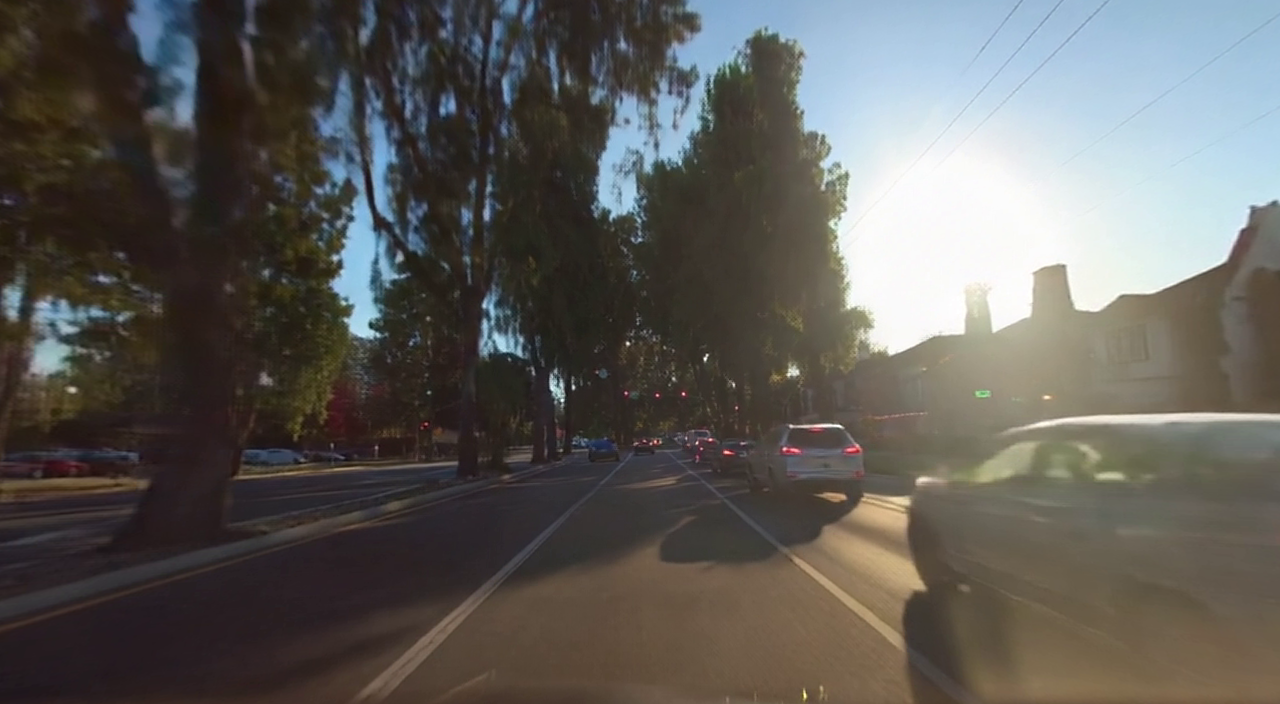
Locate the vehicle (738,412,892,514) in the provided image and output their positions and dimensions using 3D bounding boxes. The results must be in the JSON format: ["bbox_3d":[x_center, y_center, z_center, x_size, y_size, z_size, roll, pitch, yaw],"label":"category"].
[{"bbox_3d":[3.438,2.285,13.410,1.985,1.772,4.479,0,-8,0],"label":"vehicle"}]

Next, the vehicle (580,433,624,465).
[{"bbox_3d":[-2.078,5.492,35.848,2.083,1.691,4.398,0,-8,2],"label":"vehicle"}]

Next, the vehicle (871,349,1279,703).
[{"bbox_3d":[3.124,1.032,3.951,1.945,1.563,3.735,0,-8,1],"label":"vehicle"}]
